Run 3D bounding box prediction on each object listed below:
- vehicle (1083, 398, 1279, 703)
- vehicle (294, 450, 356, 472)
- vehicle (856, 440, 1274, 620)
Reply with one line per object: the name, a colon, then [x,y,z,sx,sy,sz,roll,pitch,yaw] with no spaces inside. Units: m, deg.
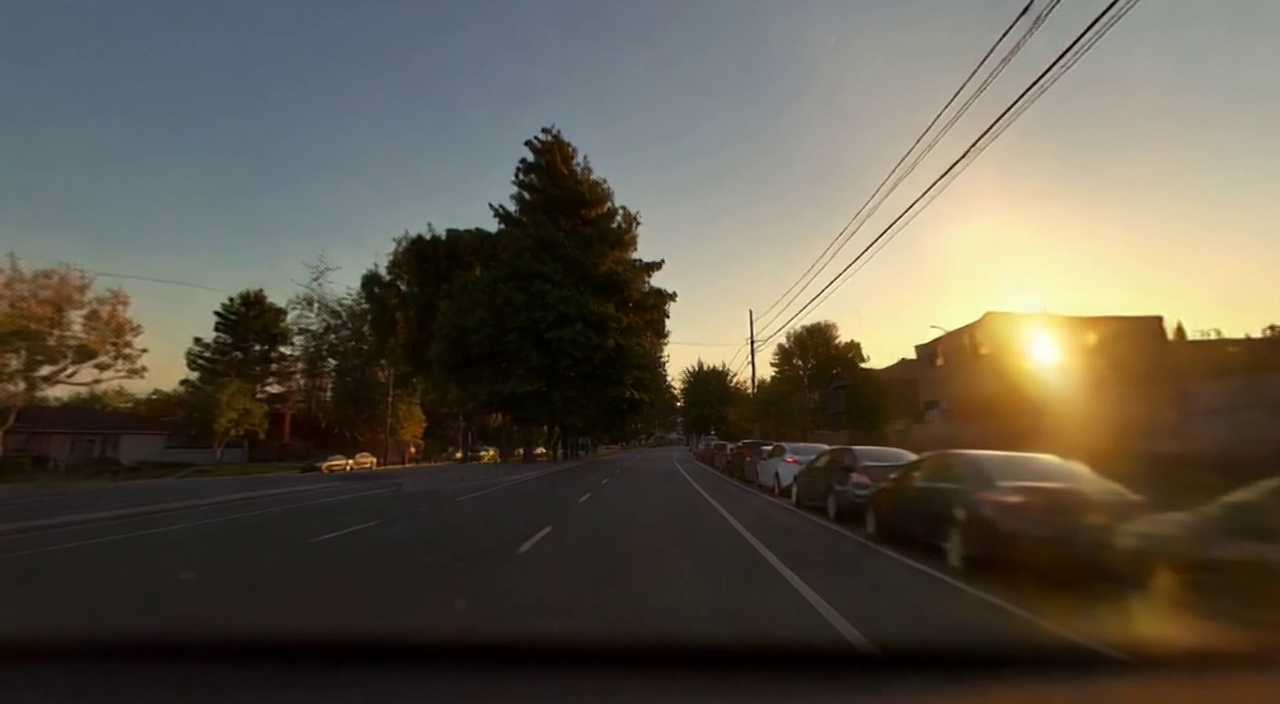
vehicle: [4.043,0.860,2.218,1.825,1.525,4.417,0,-9,1]
vehicle: [-22.428,7.768,45.211,1.931,1.500,4.688,-1,-9,2]
vehicle: [4.060,1.714,7.132,1.779,1.384,4.283,0,-9,1]
